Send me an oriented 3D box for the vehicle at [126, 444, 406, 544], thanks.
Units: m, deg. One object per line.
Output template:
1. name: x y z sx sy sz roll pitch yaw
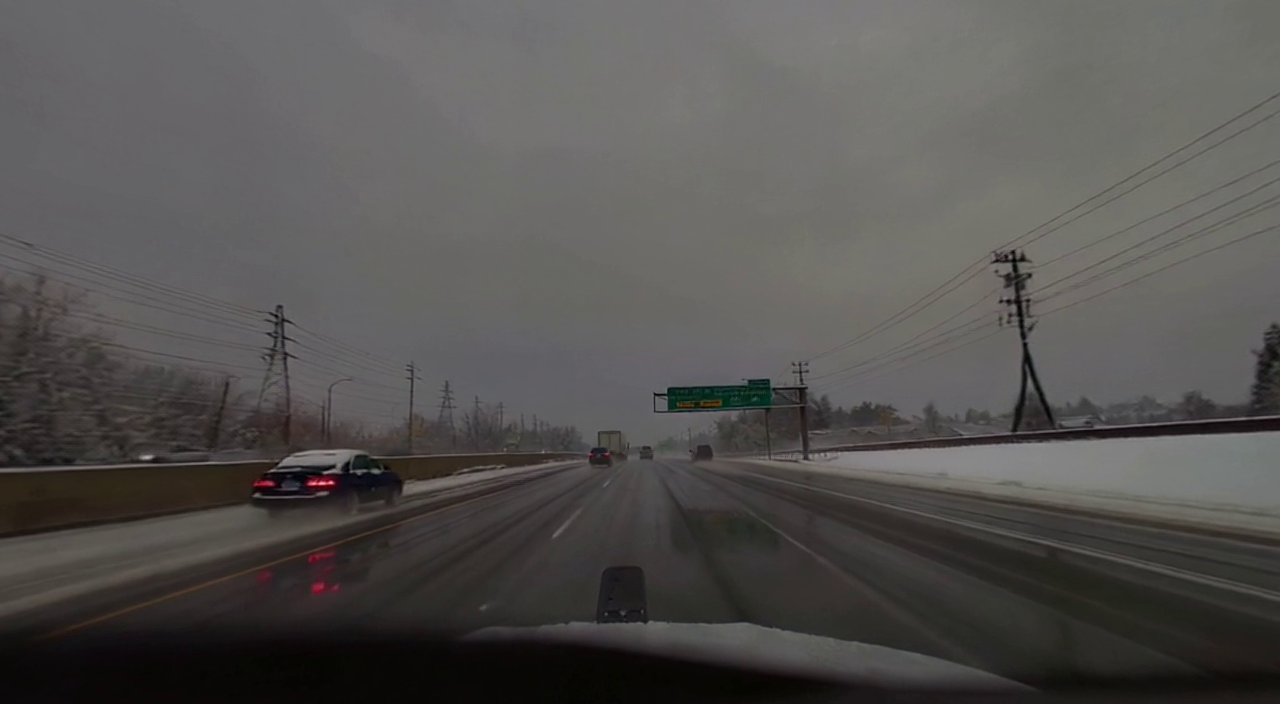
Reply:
1. vehicle: -6.455 2.490 11.834 2.127 1.446 5.008 0 -9 1

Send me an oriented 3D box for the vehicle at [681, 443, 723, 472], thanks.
1. vehicle: 3.986 6.906 41.441 2.214 1.799 4.627 0 -9 -1

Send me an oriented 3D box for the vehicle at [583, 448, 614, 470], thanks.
1. vehicle: -2.998 7.800 46.129 2.004 1.498 4.043 0 -9 0
